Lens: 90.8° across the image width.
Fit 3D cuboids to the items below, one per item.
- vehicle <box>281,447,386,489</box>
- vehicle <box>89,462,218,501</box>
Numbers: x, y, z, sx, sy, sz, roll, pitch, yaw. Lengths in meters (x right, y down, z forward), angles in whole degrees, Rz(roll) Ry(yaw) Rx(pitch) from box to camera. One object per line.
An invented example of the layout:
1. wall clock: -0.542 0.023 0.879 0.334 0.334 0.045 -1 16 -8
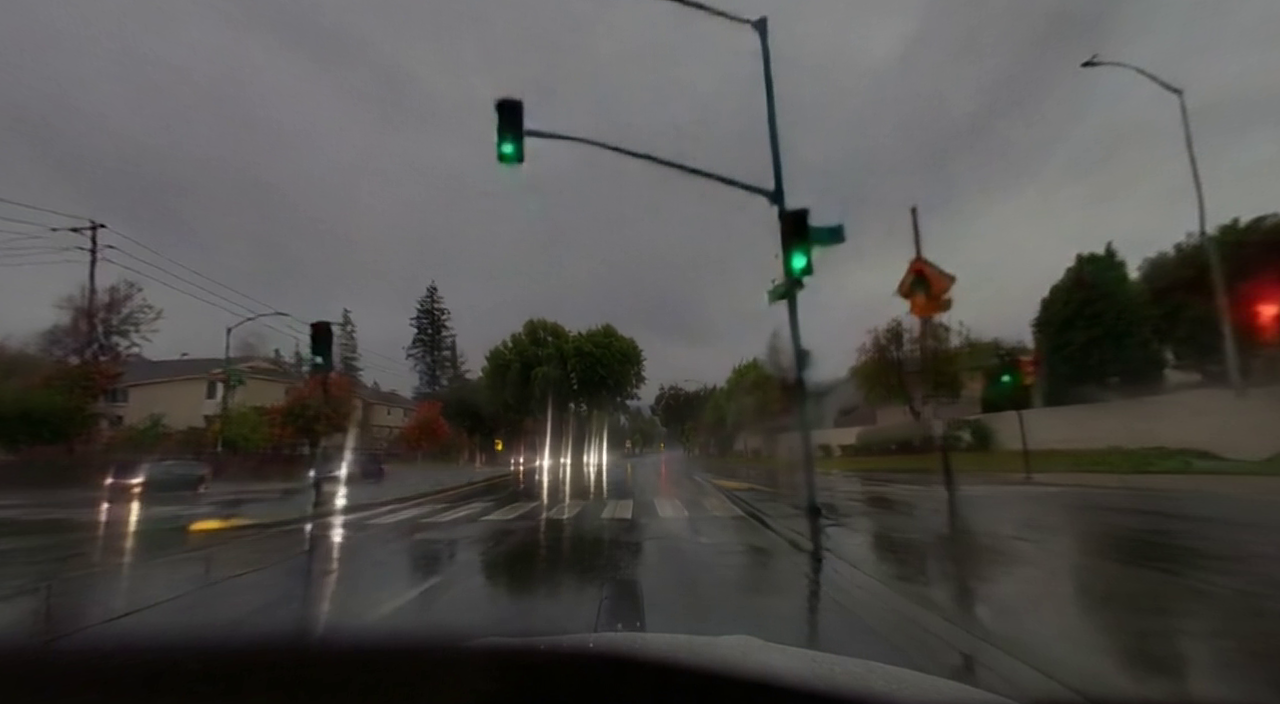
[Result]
1. vehicle: -14.400 5.451 30.083 2.106 1.782 4.974 -1 -8 5
2. vehicle: -22.925 6.071 29.955 1.862 1.529 4.370 -4 -9 25
